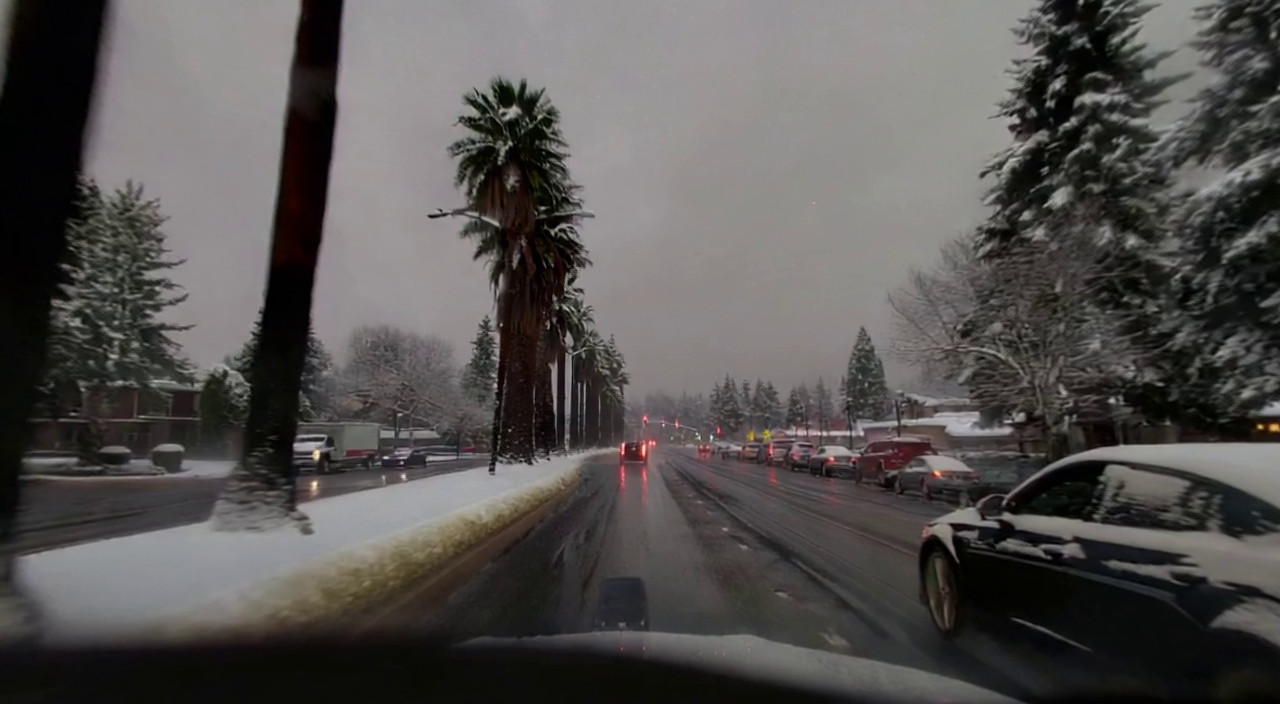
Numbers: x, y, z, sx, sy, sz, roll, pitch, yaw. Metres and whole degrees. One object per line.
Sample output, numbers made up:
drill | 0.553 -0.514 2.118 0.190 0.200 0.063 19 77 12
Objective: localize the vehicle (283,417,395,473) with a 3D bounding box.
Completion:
vehicle | -18.960 5.976 40.481 2.933 3.159 8.124 -1 -9 2

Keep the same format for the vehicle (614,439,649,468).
vehicle | -0.519 6.346 39.409 2.087 1.709 4.076 0 -9 0

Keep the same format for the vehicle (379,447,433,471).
vehicle | -15.433 7.040 41.838 1.783 1.477 4.624 0 -9 0

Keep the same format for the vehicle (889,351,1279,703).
vehicle | 3.026 0.957 2.862 2.009 1.639 4.267 0 -9 0

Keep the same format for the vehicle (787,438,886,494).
vehicle | 6.360 3.728 20.942 1.858 1.653 4.194 0 -9 -1

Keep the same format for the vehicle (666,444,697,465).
vehicle | 3.190 7.908 48.784 2.032 1.516 4.094 0 -9 -1
